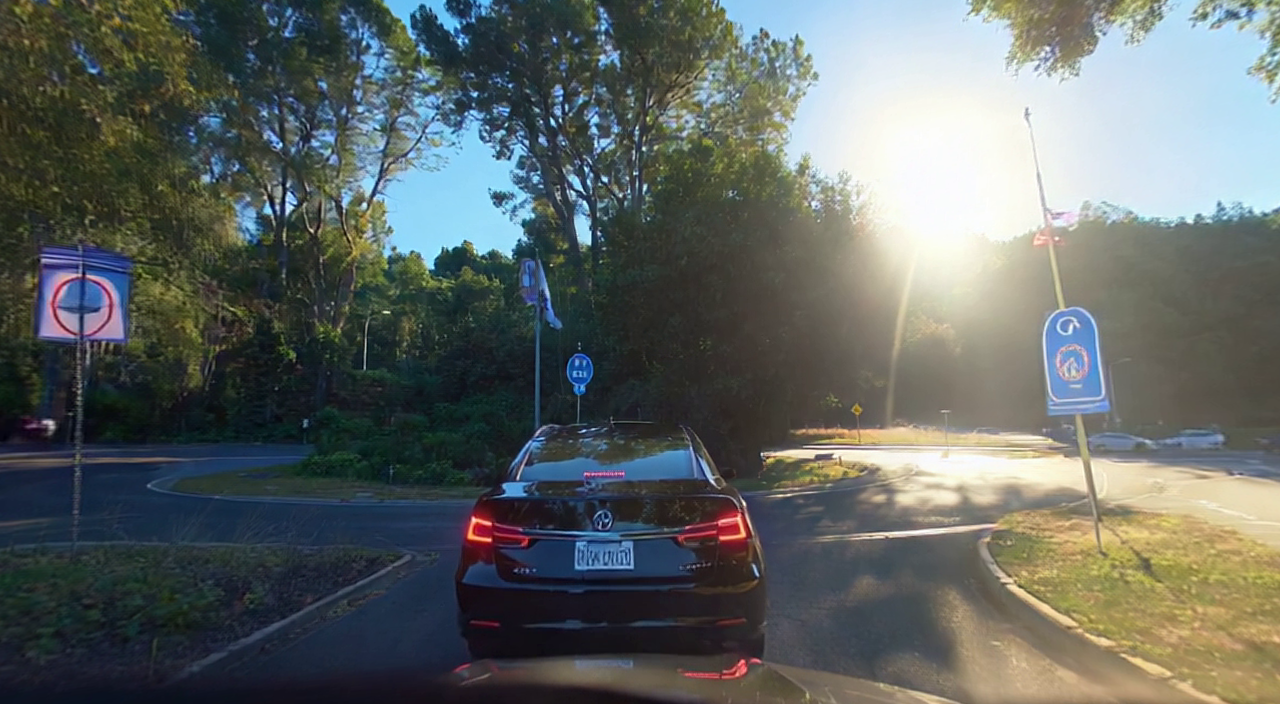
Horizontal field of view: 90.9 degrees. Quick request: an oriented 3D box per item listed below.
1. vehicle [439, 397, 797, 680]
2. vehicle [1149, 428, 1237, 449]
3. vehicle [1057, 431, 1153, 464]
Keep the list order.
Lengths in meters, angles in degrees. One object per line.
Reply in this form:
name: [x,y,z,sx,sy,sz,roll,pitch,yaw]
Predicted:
vehicle: [-0.017,1.396,5.741,2.078,1.607,4.010,-1,-9,4]
vehicle: [42.066,6.584,48.034,4.652,1.498,1.783,-2,-9,11]
vehicle: [25.058,5.154,33.949,4.485,1.691,2.132,4,-10,-25]
